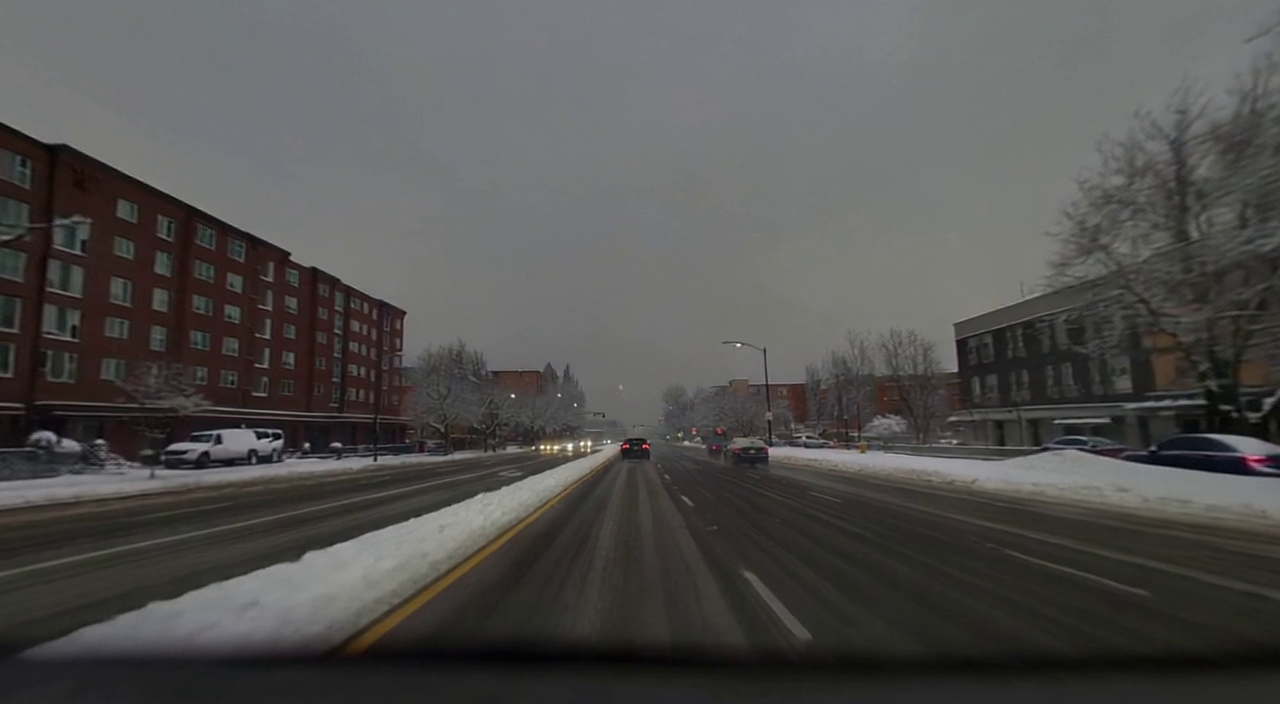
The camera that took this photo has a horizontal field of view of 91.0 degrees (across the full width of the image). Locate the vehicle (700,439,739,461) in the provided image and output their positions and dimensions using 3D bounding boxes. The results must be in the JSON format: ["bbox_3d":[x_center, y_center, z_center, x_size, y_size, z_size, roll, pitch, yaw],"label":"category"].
[{"bbox_3d":[5.665,7.066,45.424,2.154,1.554,4.149,0,-9,-2],"label":"vehicle"}]

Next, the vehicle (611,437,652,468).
[{"bbox_3d":[-0.447,5.373,33.828,2.106,1.553,3.964,0,-9,-1],"label":"vehicle"}]

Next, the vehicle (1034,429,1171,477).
[{"bbox_3d":[20.489,4.519,28.247,2.286,1.948,4.949,0,-9,-1],"label":"vehicle"}]

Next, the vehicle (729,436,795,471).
[{"bbox_3d":[5.789,4.903,30.579,2.121,1.557,4.898,0,-9,-1],"label":"vehicle"}]

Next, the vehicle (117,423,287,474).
[{"bbox_3d":[-33.301,7.389,48.936,4.125,3.409,11.667,-1,-8,5],"label":"vehicle"}]

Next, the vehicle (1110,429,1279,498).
[{"bbox_3d":[15.006,2.811,16.330,2.025,1.523,4.581,0,-8,-1],"label":"vehicle"}]
